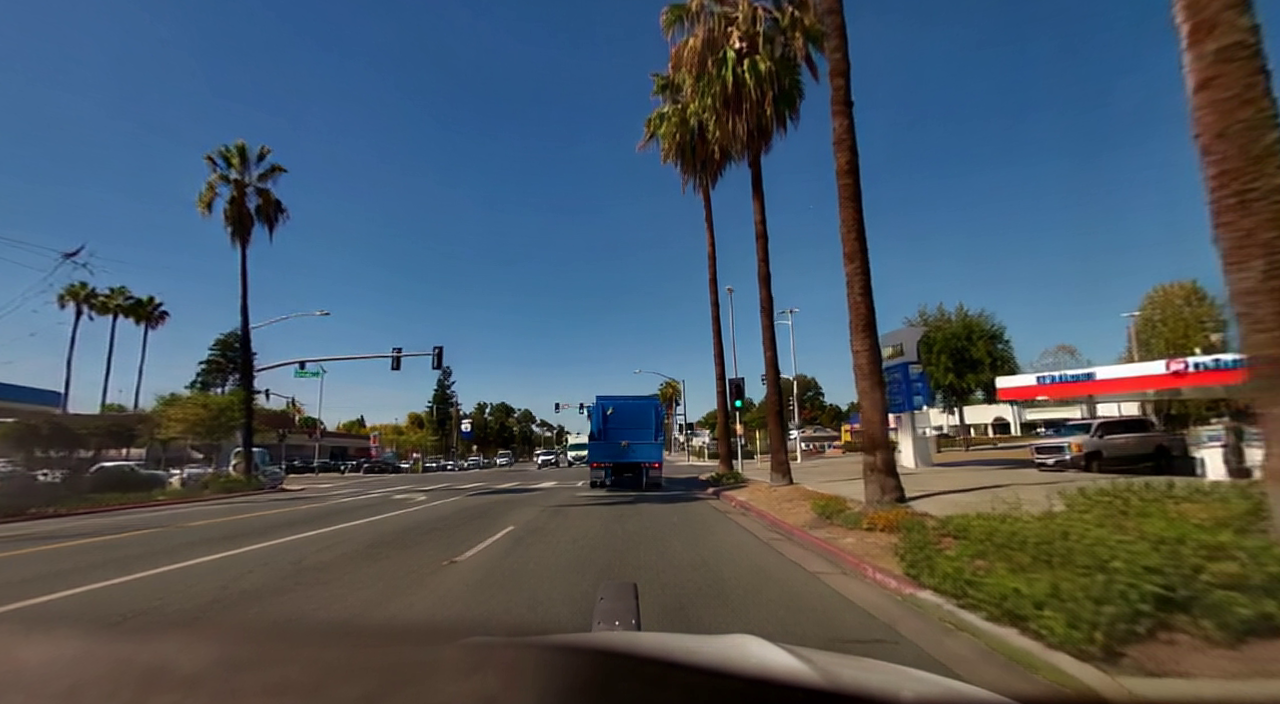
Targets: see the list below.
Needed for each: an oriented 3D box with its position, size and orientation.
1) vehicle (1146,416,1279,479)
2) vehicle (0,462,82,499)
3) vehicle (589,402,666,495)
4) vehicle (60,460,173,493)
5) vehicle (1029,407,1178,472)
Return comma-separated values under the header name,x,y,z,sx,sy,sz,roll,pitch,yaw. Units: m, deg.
name,x,y,z,sx,sy,sz,roll,pitch,yaw
vehicle,15.186,2.467,16.409,4.105,1.433,1.931,6,-10,-34
vehicle,-28.024,5.682,27.968,4.493,1.453,1.912,4,-9,-27
vehicle,-0.302,3.504,23.182,2.463,2.954,5.938,0,-8,2
vehicle,-28.044,6.642,34.074,4.303,1.567,2.021,5,-10,-30
vehicle,15.822,2.994,21.518,5.078,1.937,2.326,5,-10,-33
